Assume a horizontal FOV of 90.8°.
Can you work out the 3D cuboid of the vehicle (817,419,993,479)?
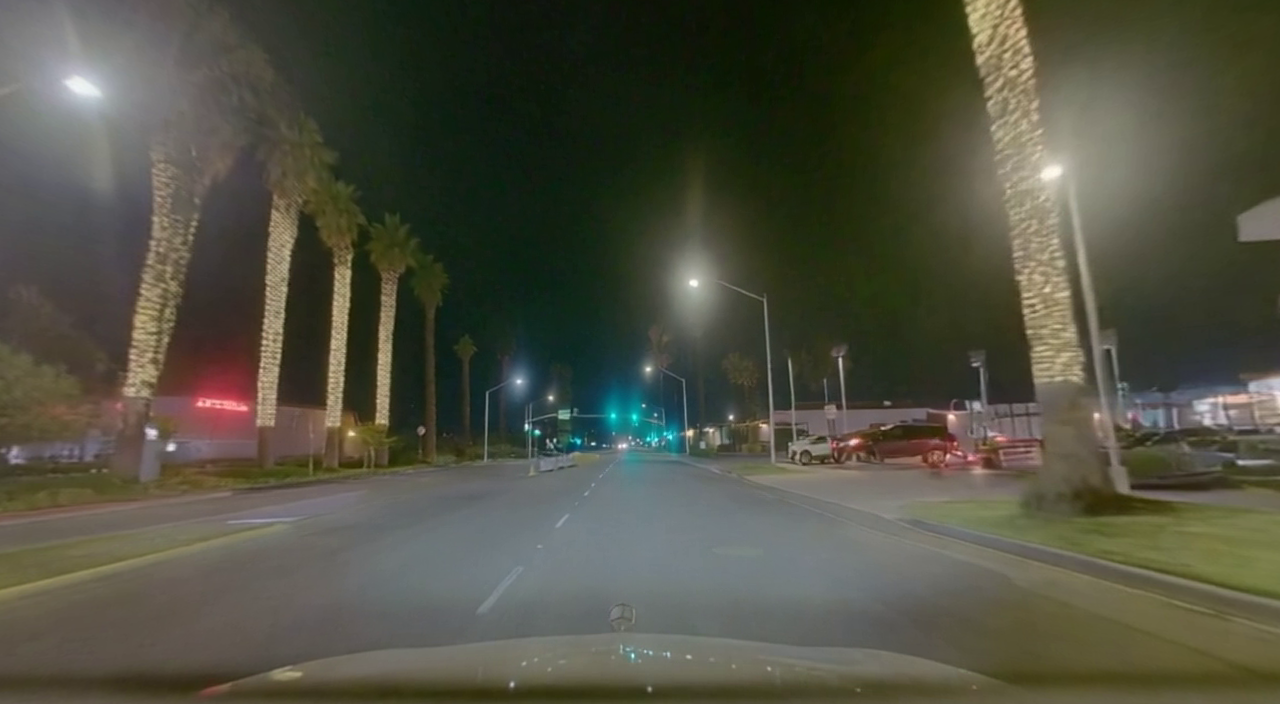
[{"bbox_3d":[10.312,3.864,25.061,5.779,2.039,2.450,-2,-9,1],"label":"vehicle"}]

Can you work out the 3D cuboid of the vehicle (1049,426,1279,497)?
[{"bbox_3d":[12.888,2.576,15.099,4.872,1.455,1.896,-1,-8,-2],"label":"vehicle"}]
